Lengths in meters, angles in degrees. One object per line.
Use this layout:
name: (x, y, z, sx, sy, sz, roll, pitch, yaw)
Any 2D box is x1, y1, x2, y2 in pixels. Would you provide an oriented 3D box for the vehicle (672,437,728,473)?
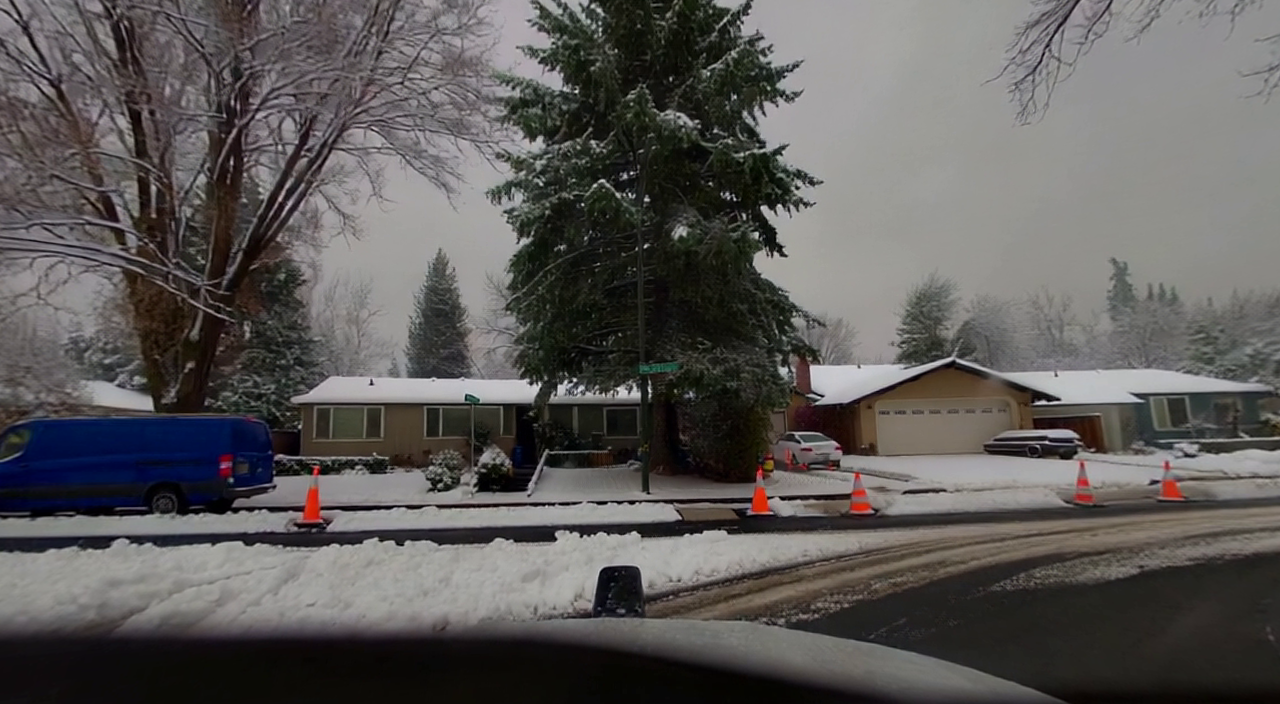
vehicle: (2.604, 4.593, 28.344, 1.745, 1.461, 4.074, 1, -9, -5)

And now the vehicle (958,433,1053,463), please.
vehicle: (23.983, 6.306, 41.518, 4.984, 1.912, 2.132, 1, -8, -6)

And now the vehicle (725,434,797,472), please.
vehicle: (5.355, 4.520, 28.508, 2.007, 1.555, 4.204, 1, -9, -7)

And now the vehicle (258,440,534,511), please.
vehicle: (-6.502, 3.420, 17.884, 6.643, 1.777, 2.925, 1, -9, -5)

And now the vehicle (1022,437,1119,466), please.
vehicle: (22.775, 5.277, 33.541, 3.863, 1.453, 1.826, 1, -9, -5)

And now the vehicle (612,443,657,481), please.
vehicle: (-0.298, 4.816, 27.929, 1.648, 1.430, 3.654, 4, -9, -4)

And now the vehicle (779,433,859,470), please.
vehicle: (8.067, 4.551, 28.934, 1.893, 1.529, 4.422, 1, -9, -7)

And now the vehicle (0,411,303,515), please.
vehicle: (-14.072, 3.093, 17.450, 7.824, 2.323, 2.863, -3, -10, -3)
